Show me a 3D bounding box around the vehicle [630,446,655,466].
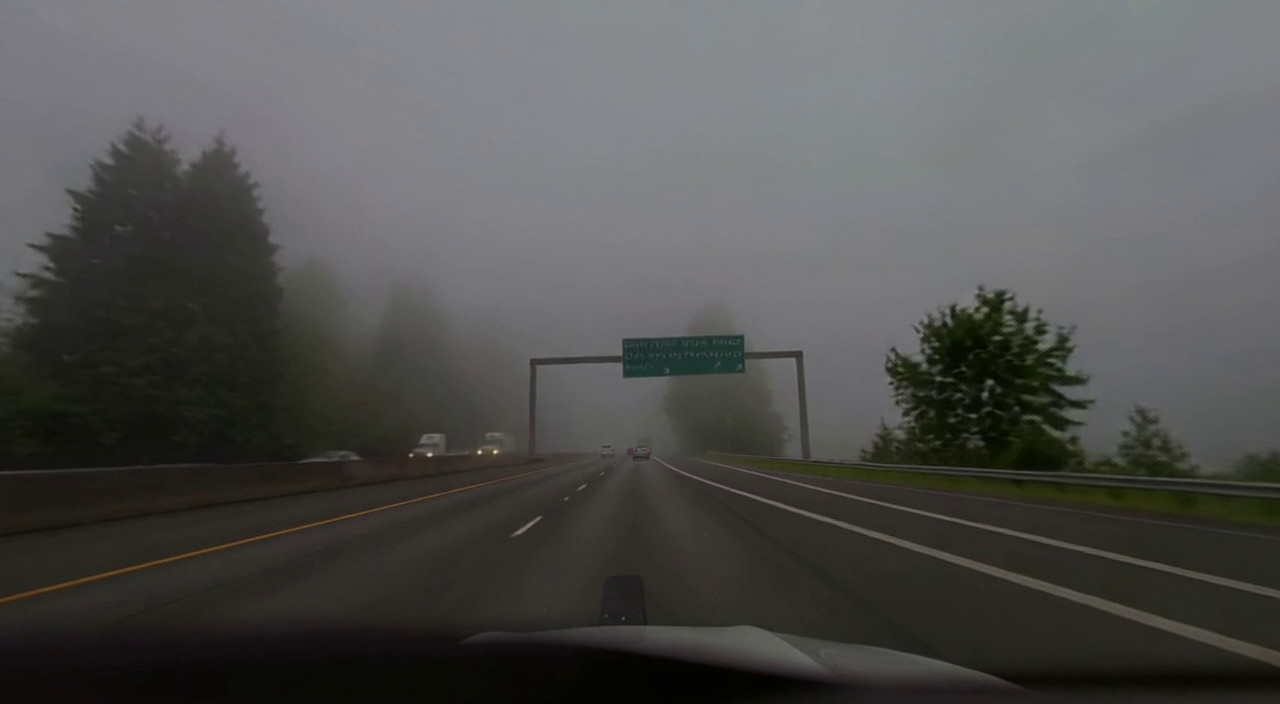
[{"bbox_3d":[0.182,7.985,48.436,1.860,1.473,3.689,0,-9,1],"label":"vehicle"}]

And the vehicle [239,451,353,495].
[{"bbox_3d":[-12.551,4.408,23.346,1.829,1.472,4.158,0,-9,1],"label":"vehicle"}]
